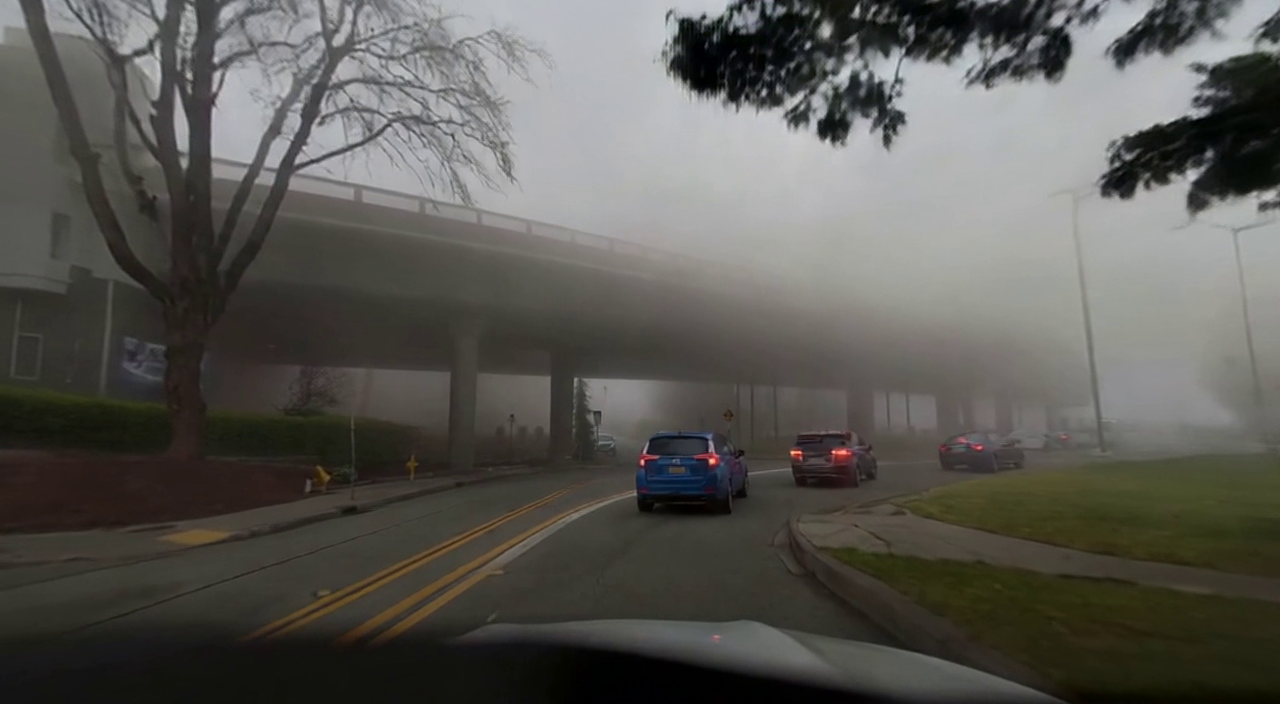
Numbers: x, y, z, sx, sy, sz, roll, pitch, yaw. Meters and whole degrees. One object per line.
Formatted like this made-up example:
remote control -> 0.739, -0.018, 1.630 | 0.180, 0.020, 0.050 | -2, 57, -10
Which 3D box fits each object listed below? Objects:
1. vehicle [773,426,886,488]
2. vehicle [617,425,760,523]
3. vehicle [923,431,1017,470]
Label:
vehicle -> 6.710, 3.580, 22.028 | 2.241, 1.885, 4.771 | -5, -10, 36
vehicle -> 1.204, 2.376, 12.878 | 2.087, 1.578, 4.652 | -2, -9, 14
vehicle -> 16.124, 4.779, 30.840 | 4.310, 1.762, 1.995 | 5, -10, -30
